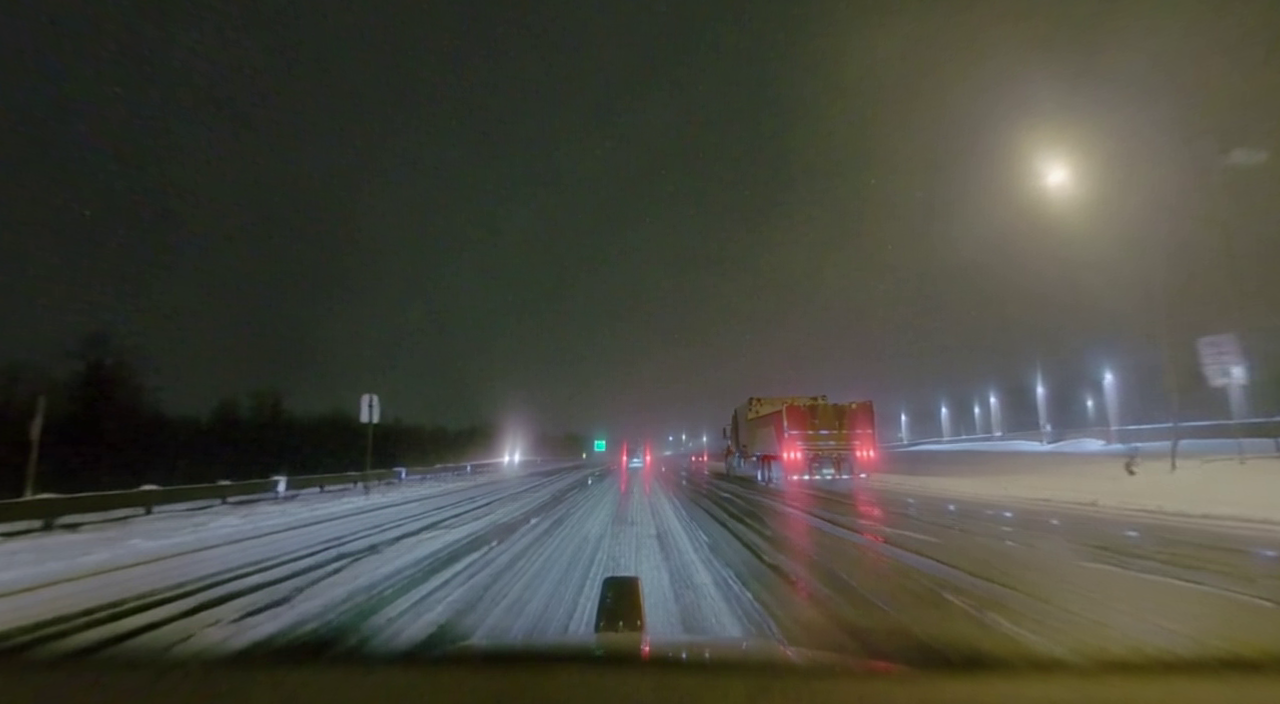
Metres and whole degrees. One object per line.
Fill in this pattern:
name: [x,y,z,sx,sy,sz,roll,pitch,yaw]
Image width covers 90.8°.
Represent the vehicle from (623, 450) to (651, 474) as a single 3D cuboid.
vehicle: [-0.174,6.949,39.894,1.695,1.437,3.506,0,-9,1]
